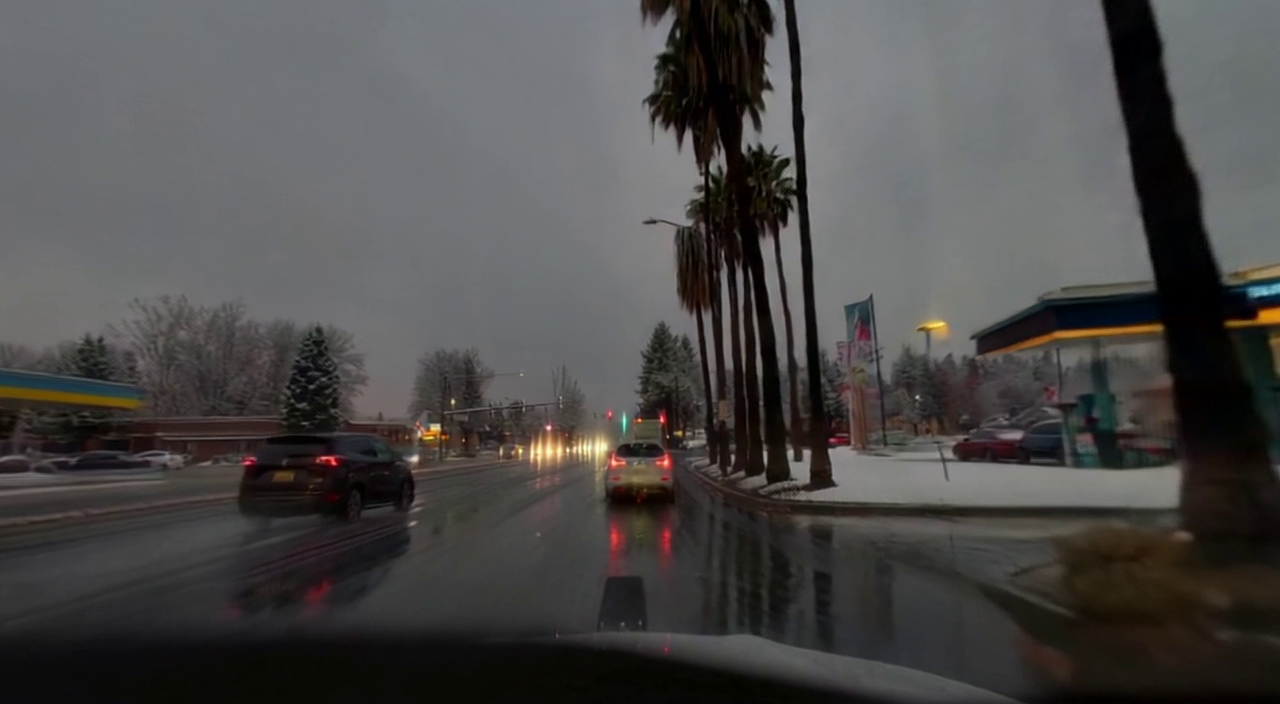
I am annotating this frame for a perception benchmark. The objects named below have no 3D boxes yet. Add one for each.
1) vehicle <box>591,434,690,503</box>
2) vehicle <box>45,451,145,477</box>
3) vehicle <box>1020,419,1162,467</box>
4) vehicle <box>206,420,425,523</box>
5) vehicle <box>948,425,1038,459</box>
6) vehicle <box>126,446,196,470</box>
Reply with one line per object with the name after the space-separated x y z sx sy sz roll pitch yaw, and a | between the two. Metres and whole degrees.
0.031 2.891 15.999 2.145 1.483 4.453 0 -9 0 | vehicle
-32.563 6.665 37.661 4.056 1.453 1.865 5 -10 -27 | vehicle
17.044 3.485 24.064 2.009 1.630 4.436 0 -8 -2 | vehicle
-6.252 2.357 12.855 2.057 1.705 4.394 0 -9 1 | vehicle
16.772 4.360 30.113 1.902 1.502 4.395 0 -9 3 | vehicle
-35.448 7.847 46.609 1.888 1.650 4.369 0 -9 -2 | vehicle
